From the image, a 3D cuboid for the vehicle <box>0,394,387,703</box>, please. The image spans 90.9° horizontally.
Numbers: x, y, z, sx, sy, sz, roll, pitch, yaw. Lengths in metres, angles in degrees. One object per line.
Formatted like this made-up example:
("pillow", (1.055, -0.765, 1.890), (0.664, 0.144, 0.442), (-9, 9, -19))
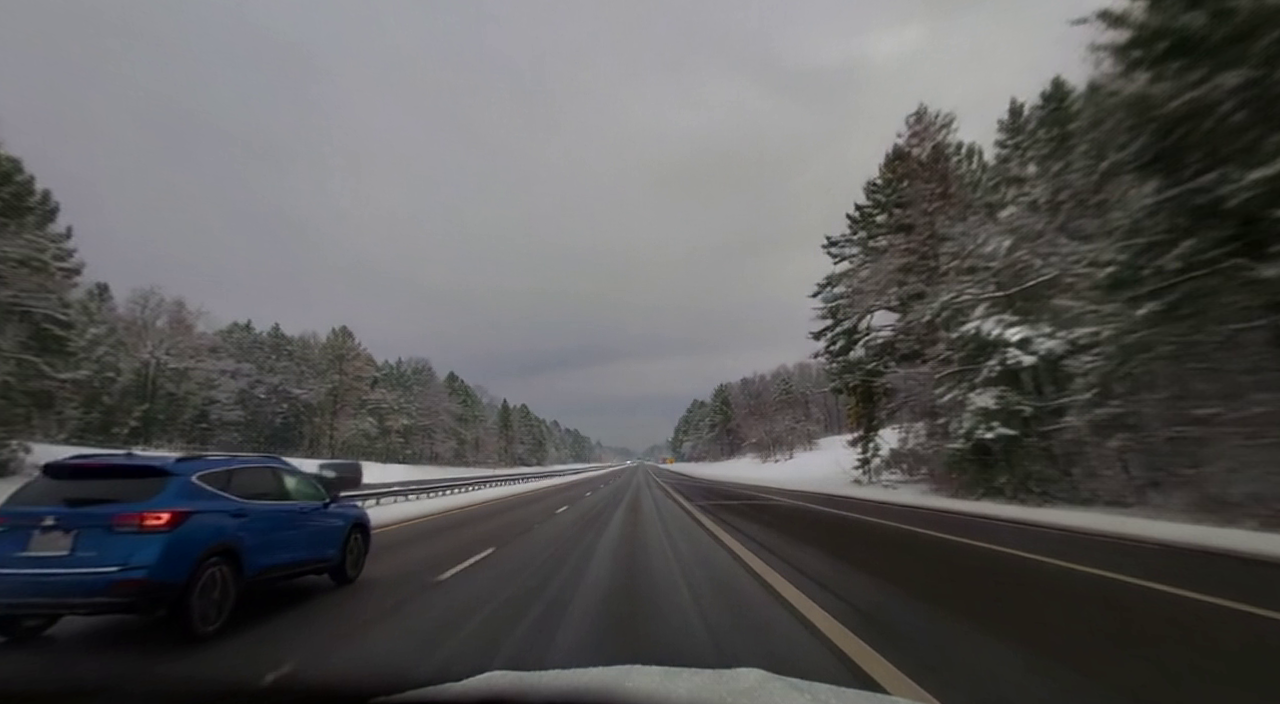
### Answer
("vehicle", (-4.114, 1.417, 5.346), (1.928, 1.593, 4.871), (1, -10, 0))
